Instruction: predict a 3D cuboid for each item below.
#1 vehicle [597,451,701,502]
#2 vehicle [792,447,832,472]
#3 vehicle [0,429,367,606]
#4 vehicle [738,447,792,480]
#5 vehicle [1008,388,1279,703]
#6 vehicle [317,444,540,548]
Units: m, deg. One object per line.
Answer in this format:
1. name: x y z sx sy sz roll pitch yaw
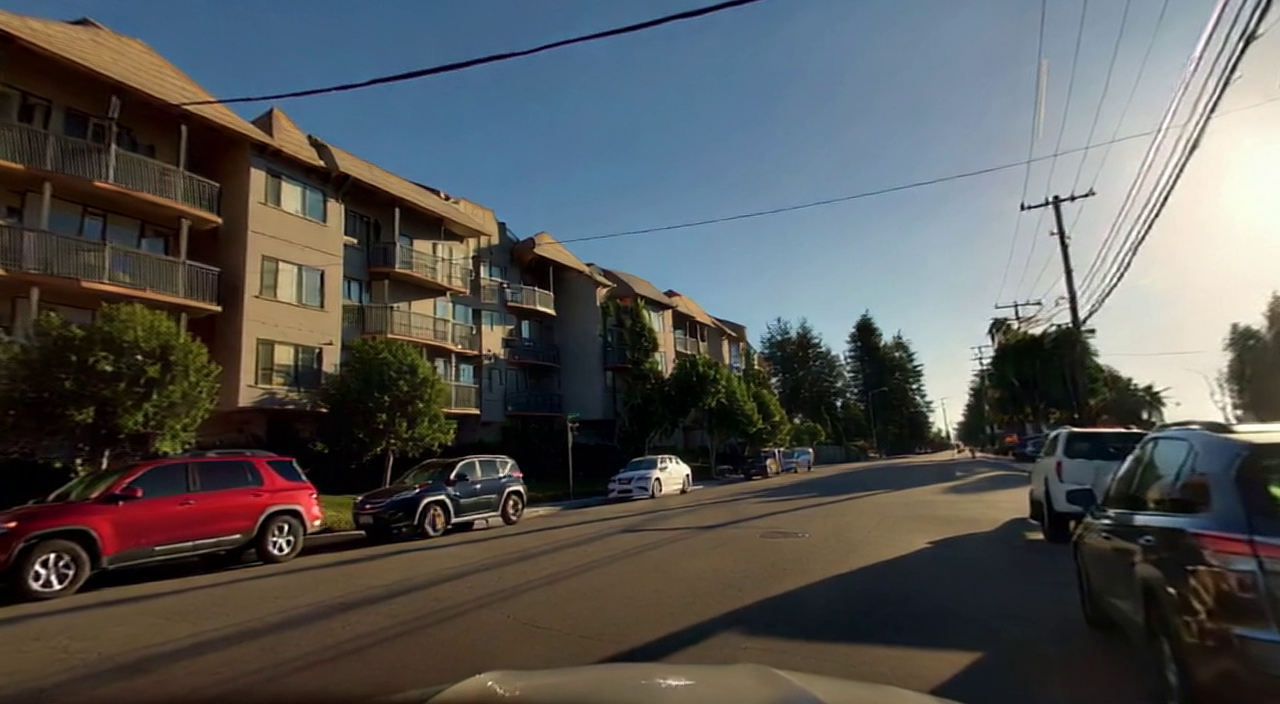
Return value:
1. vehicle: 0.453 4.770 24.506 2.017 1.582 4.664 -11 -13 26
2. vehicle: 13.463 8.424 49.251 1.953 1.699 4.234 -10 -15 27
3. vehicle: -6.768 2.307 9.216 1.973 1.848 5.100 -12 -14 23
4. vehicle: 7.619 6.645 38.099 2.011 1.801 4.676 -4 -9 26
5. vehicle: 3.522 1.139 3.698 2.030 1.535 4.683 -4 -9 27
6. vehicle: -4.386 3.092 13.915 2.068 1.745 4.579 -11 -14 23
